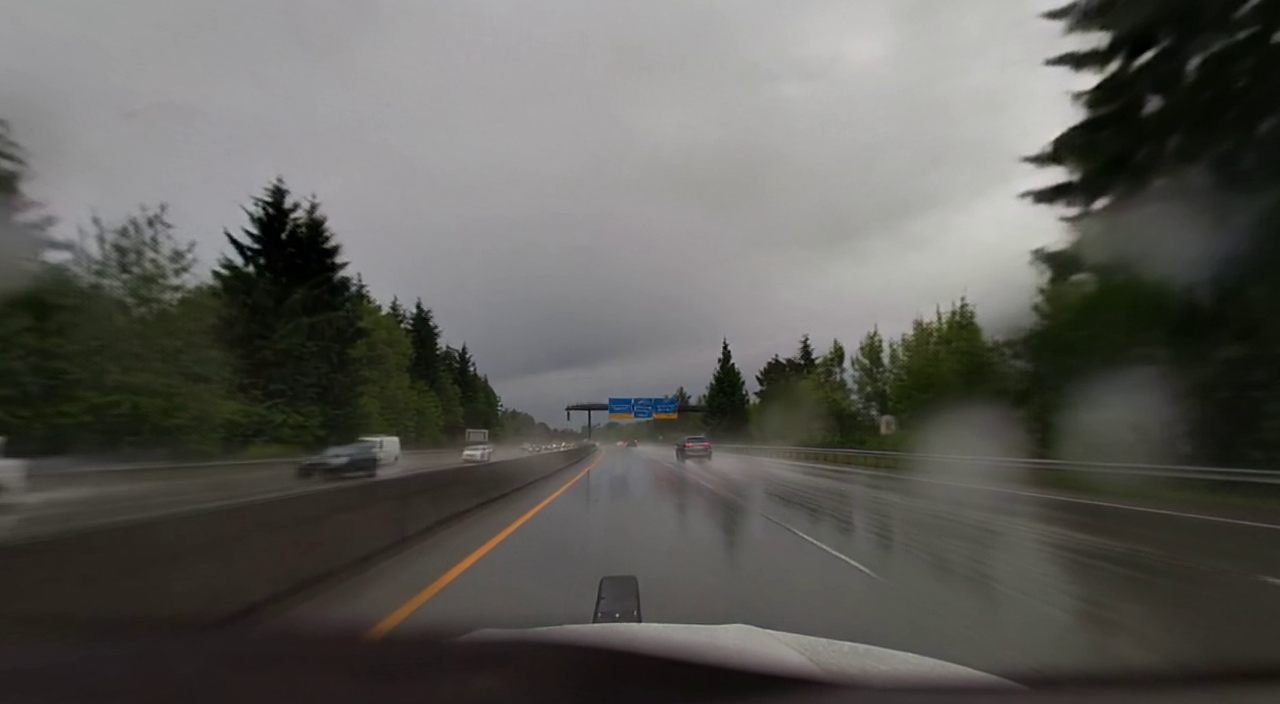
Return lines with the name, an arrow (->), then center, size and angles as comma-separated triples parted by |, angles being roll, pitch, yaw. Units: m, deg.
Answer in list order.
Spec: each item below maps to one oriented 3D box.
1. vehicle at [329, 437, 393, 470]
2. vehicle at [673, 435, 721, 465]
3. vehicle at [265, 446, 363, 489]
vehicle -> -17.620, 6.376, 39.993 | 2.003, 1.981, 4.635 | 0, -8, -1
vehicle -> 2.998, 5.251, 33.956 | 1.958, 1.526, 4.227 | 1, -8, -3
vehicle -> -12.719, 4.502, 24.841 | 1.966, 1.488, 3.645 | 0, -8, -2
